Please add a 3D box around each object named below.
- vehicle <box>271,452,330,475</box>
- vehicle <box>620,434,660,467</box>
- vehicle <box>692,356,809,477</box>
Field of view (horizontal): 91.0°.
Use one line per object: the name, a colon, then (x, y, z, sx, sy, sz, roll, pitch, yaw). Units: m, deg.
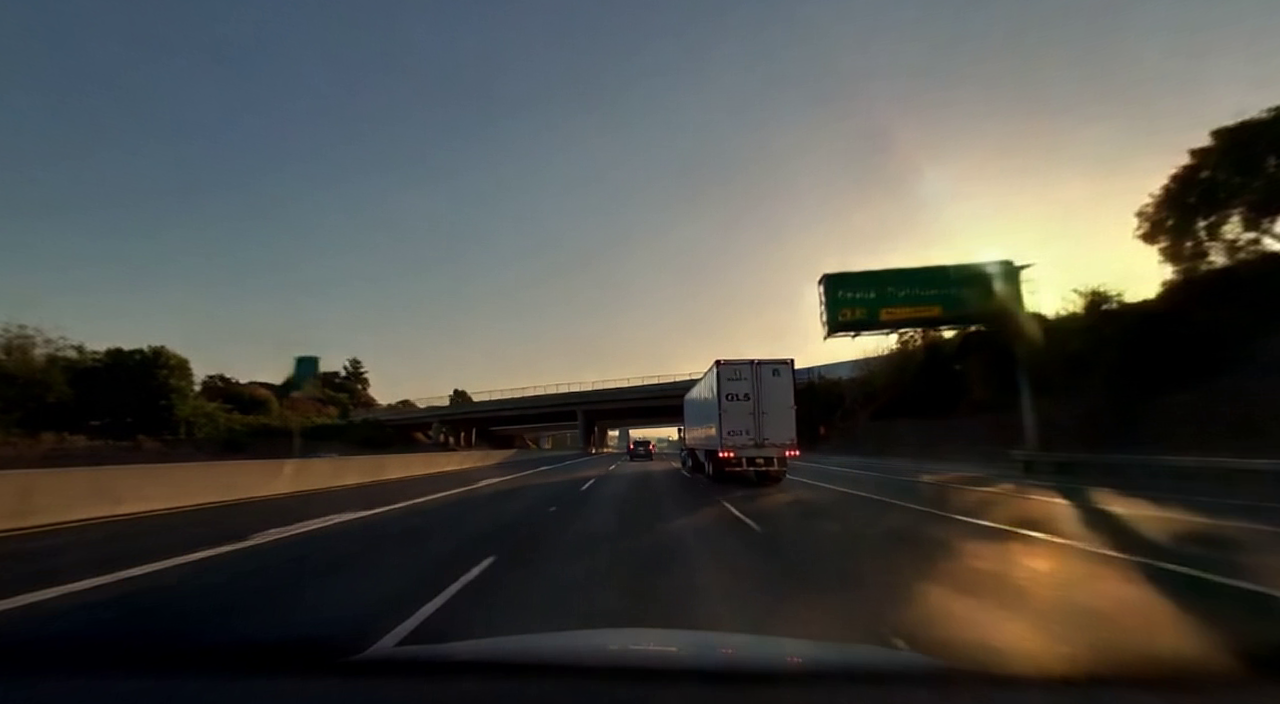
vehicle: (-25.847, 8.487, 48.149, 1.906, 1.611, 4.648, 0, -8, 0)
vehicle: (0.001, 5.321, 34.195, 2.050, 1.654, 4.192, 0, -8, 0)
vehicle: (4.112, 2.891, 26.281, 3.014, 4.068, 10.359, 0, -8, 0)
